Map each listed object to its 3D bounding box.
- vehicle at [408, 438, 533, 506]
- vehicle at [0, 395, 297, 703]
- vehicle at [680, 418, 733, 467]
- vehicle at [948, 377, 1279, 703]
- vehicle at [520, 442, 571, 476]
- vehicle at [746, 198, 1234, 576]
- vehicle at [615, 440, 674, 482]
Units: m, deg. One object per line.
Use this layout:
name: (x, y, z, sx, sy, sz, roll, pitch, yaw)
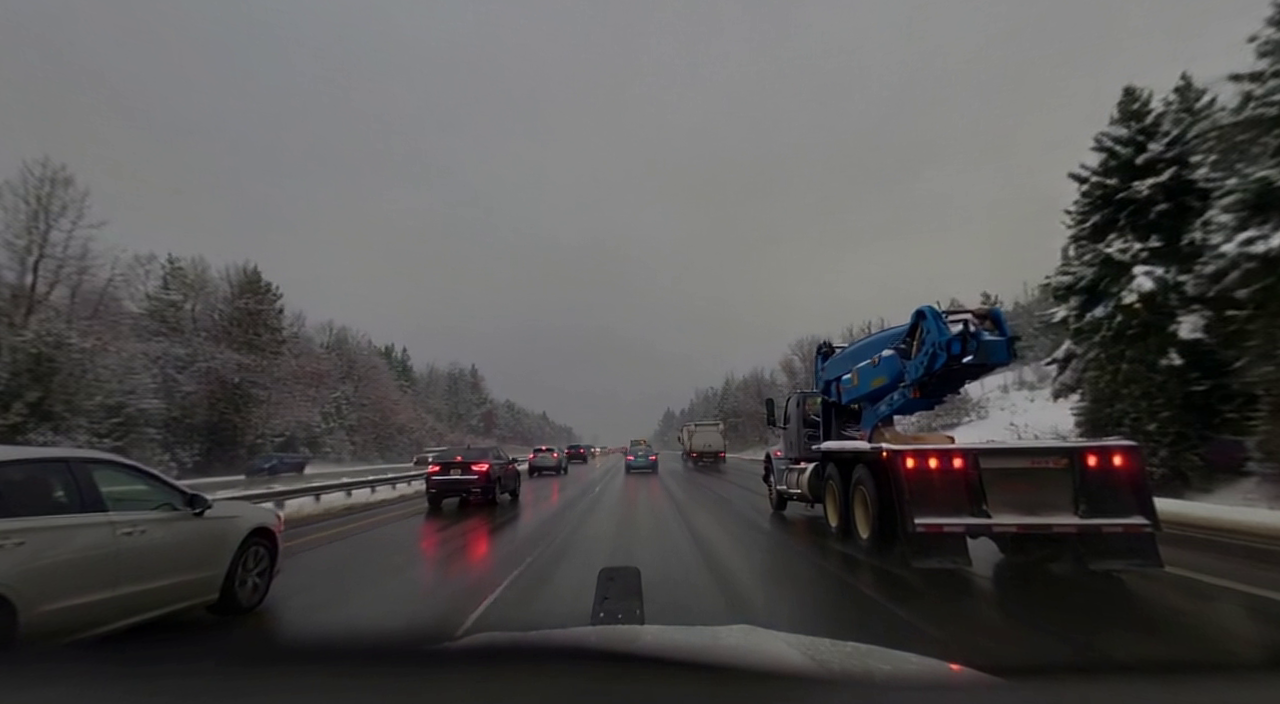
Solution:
vehicle: (-4.213, 3.067, 16.467, 1.880, 1.507, 4.757, 0, -9, 1)
vehicle: (-4.172, 1.093, 3.673, 1.978, 1.556, 4.119, 0, -9, 0)
vehicle: (4.098, 5.822, 39.947, 2.416, 2.829, 7.016, 0, -9, -1)
vehicle: (4.052, 0.915, 2.616, 2.599, 1.631, 5.693, 0, -9, -1)
vehicle: (-4.524, 5.191, 30.514, 1.858, 1.527, 3.974, 0, -9, 1)
vehicle: (3.957, 0.900, 10.194, 2.975, 3.618, 8.456, 0, -9, 0)
vehicle: (0.126, 4.315, 24.958, 2.150, 1.498, 3.988, 0, -9, -1)
